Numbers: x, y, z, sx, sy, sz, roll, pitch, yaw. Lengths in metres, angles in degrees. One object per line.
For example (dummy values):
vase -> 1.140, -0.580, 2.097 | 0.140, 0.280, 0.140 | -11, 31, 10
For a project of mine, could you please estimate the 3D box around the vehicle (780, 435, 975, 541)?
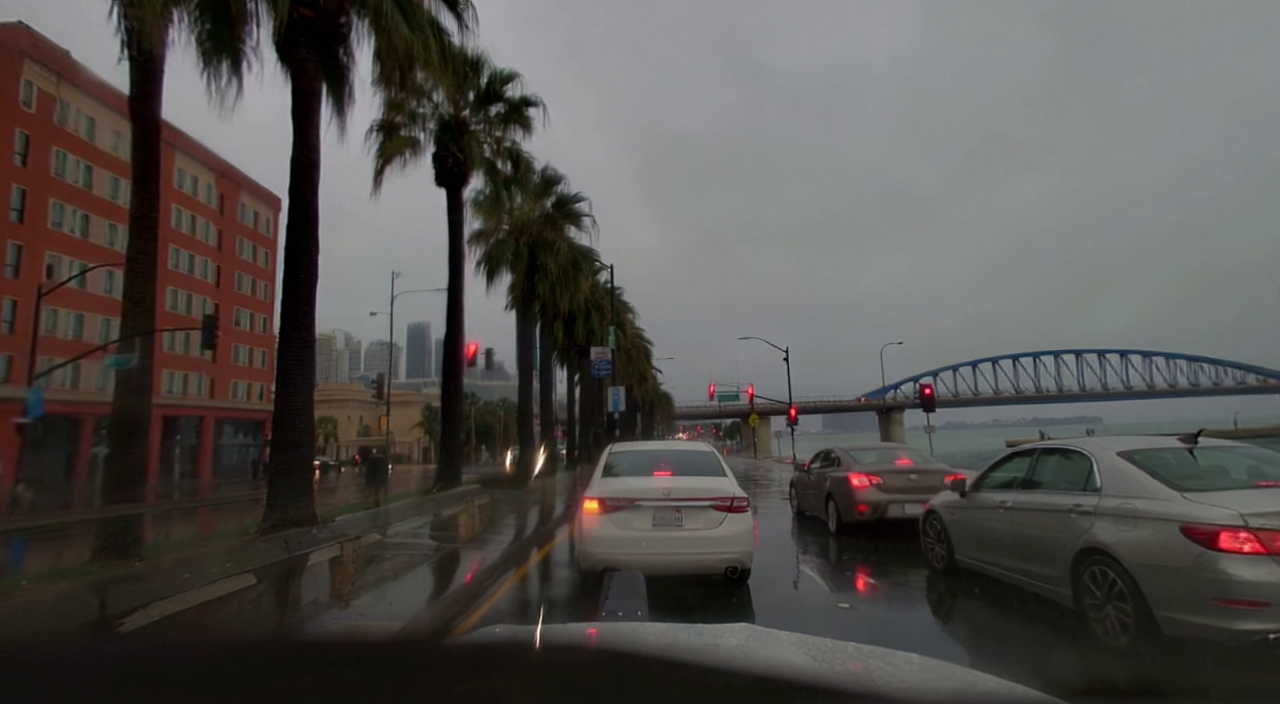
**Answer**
vehicle -> 3.895, 2.290, 11.310 | 1.920, 1.490, 4.417 | -1, -9, 2

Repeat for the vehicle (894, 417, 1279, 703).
vehicle -> 3.912, 1.363, 5.091 | 1.913, 1.469, 4.425 | 0, -9, 0

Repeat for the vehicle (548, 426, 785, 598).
vehicle -> 0.265, 1.705, 7.510 | 2.093, 1.503, 3.681 | 0, -9, 1
